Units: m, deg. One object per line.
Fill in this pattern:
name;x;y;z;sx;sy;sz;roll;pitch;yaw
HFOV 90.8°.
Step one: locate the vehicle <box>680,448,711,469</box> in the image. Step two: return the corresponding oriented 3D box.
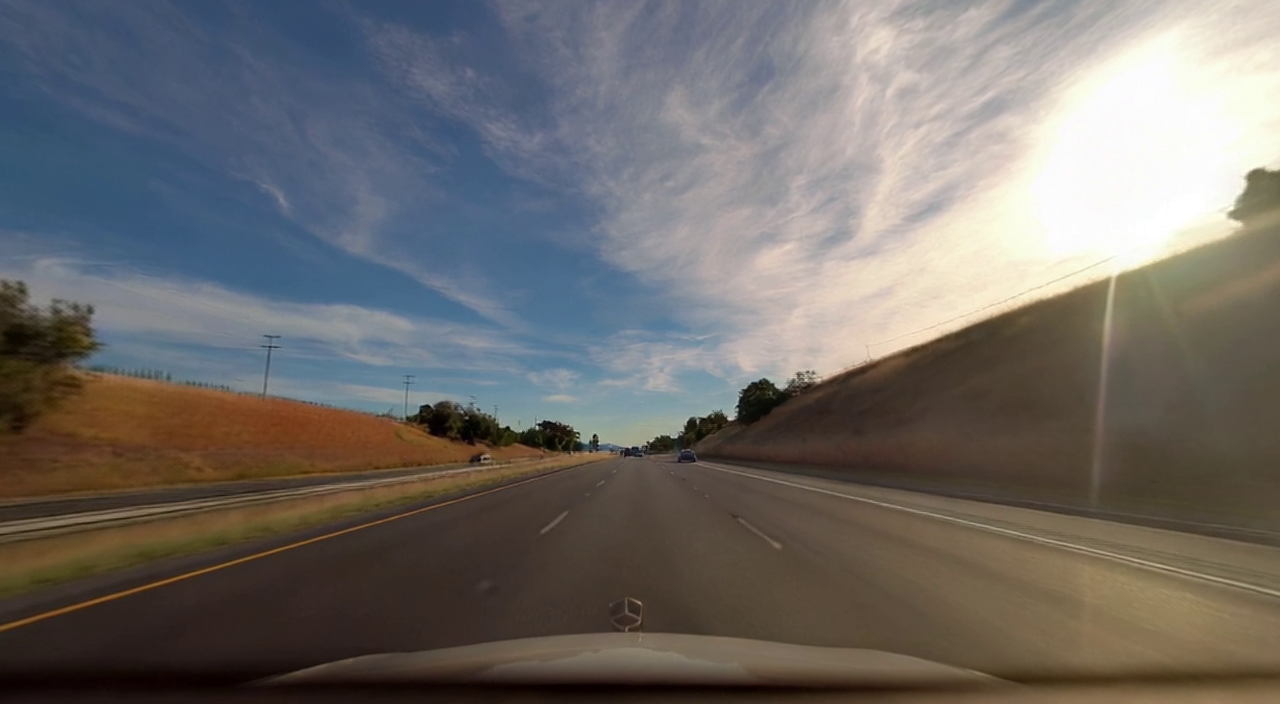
vehicle;4.185;8.134;48.358;1.934;1.498;3.838;0;-9;-2
